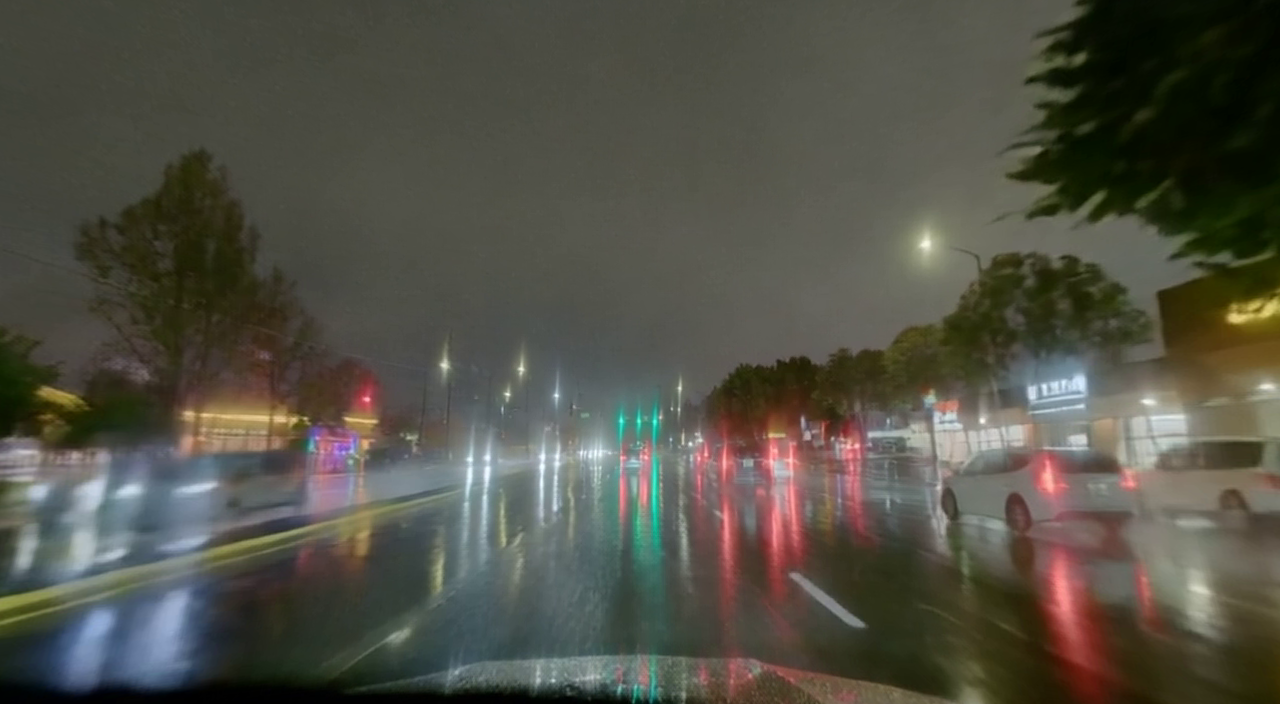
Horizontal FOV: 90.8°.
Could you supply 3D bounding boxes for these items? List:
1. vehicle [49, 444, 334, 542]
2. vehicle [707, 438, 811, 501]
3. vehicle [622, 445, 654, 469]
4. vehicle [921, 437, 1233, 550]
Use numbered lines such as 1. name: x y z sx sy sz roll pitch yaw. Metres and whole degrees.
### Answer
1. vehicle: -8.244 2.578 12.402 2.050 1.499 4.816 0 -8 0
2. vehicle: 3.253 3.309 18.264 2.072 1.545 4.578 0 -8 -1
3. vehicle: -0.131 6.961 41.991 2.052 1.461 4.324 0 -8 0
4. vehicle: 6.782 2.202 10.633 1.952 1.449 4.544 0 -8 0
